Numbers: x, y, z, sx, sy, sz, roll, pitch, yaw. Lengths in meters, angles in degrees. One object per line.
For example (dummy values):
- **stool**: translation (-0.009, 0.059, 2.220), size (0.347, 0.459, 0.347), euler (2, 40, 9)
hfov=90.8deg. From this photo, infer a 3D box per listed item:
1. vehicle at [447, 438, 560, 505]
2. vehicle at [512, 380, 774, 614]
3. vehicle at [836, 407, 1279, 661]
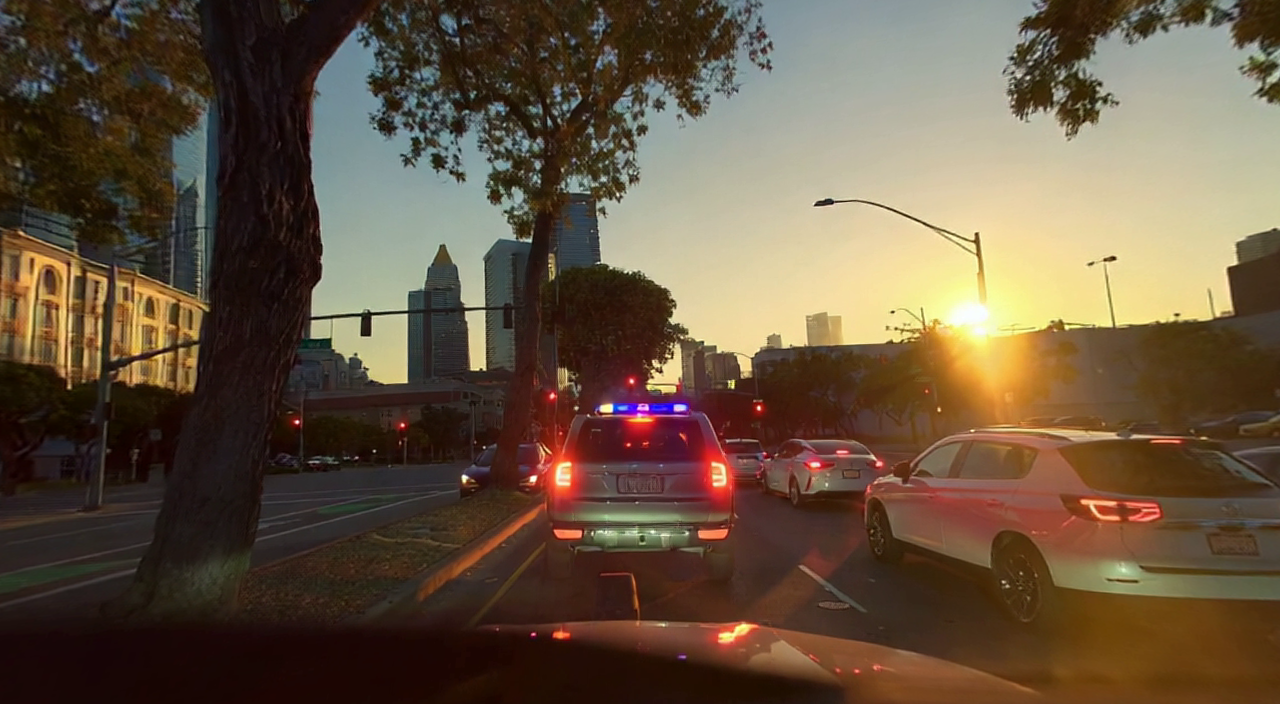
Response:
- **vehicle**: translation (-3.304, 2.983, 16.208), size (1.913, 1.464, 4.276), euler (0, -8, 0)
- **vehicle**: translation (-0.027, 1.458, 7.269), size (2.038, 1.819, 4.505), euler (0, -8, -1)
- **vehicle**: translation (3.645, 1.409, 6.071), size (1.995, 1.483, 4.533), euler (0, -8, -1)
